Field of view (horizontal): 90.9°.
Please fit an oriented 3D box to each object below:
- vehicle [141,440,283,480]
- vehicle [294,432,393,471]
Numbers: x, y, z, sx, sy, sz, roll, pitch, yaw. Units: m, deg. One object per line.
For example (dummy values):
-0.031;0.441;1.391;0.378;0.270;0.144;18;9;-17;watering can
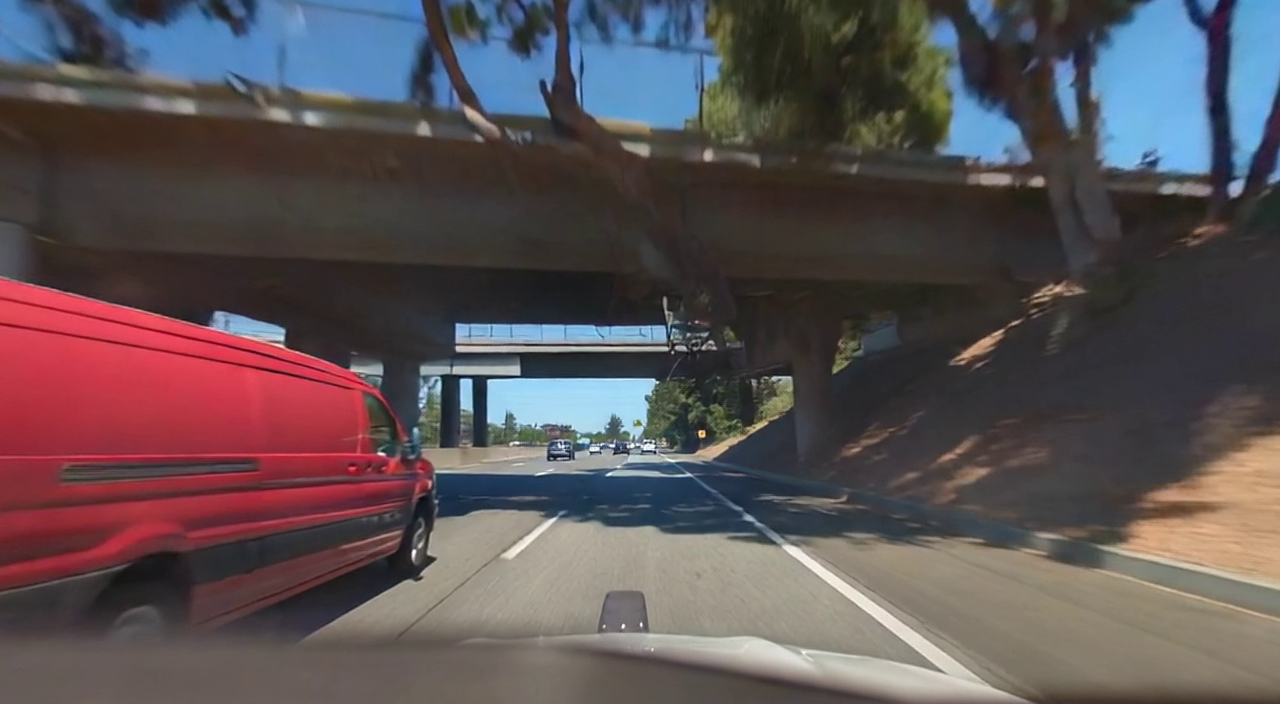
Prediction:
-19.893;5.034;29.774;2.477;1.667;5.834;0;-8;2;vehicle
-15.910;5.379;34.383;2.291;1.899;6.339;0;-8;1;vehicle
